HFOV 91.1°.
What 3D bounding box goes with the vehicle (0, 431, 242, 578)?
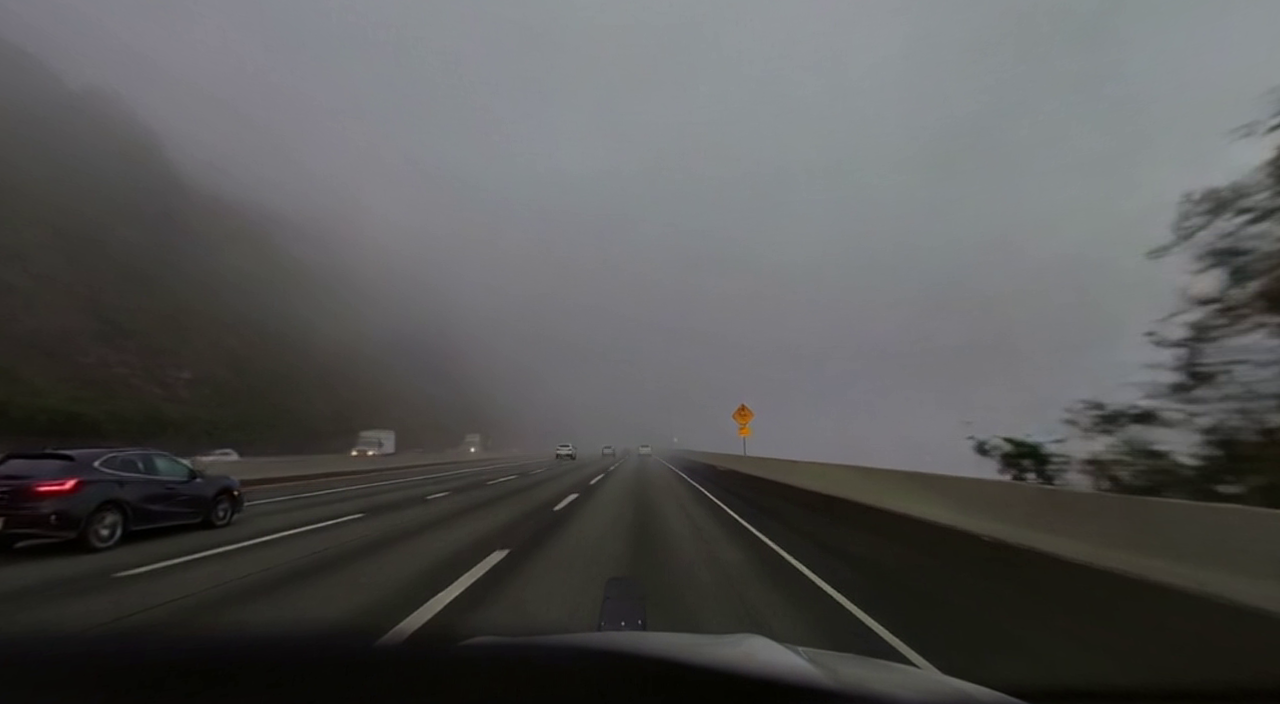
[{"bbox_3d":[-7.433,1.754,7.770,1.949,1.465,4.563,0,-8,1],"label":"vehicle"}]
